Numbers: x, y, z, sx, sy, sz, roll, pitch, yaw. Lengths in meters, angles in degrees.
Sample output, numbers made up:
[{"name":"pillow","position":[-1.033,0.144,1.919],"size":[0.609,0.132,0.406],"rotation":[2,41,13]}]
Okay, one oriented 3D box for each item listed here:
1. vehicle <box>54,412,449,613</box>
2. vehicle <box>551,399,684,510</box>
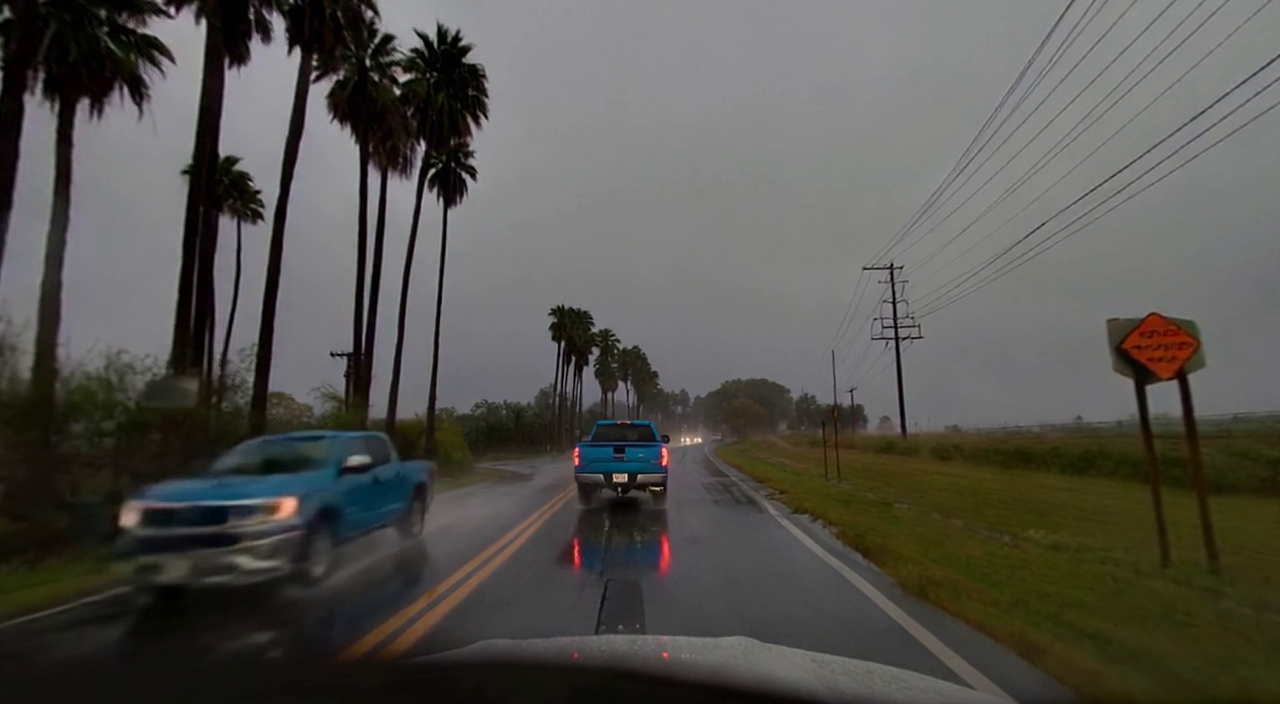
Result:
[{"name":"vehicle","position":[-4.331,1.844,8.345],"size":[2.128,1.834,4.877],"rotation":[0,-8,-1]},{"name":"vehicle","position":[-0.505,2.521,15.860],"size":[2.693,2.223,5.885],"rotation":[0,-8,-1]}]
